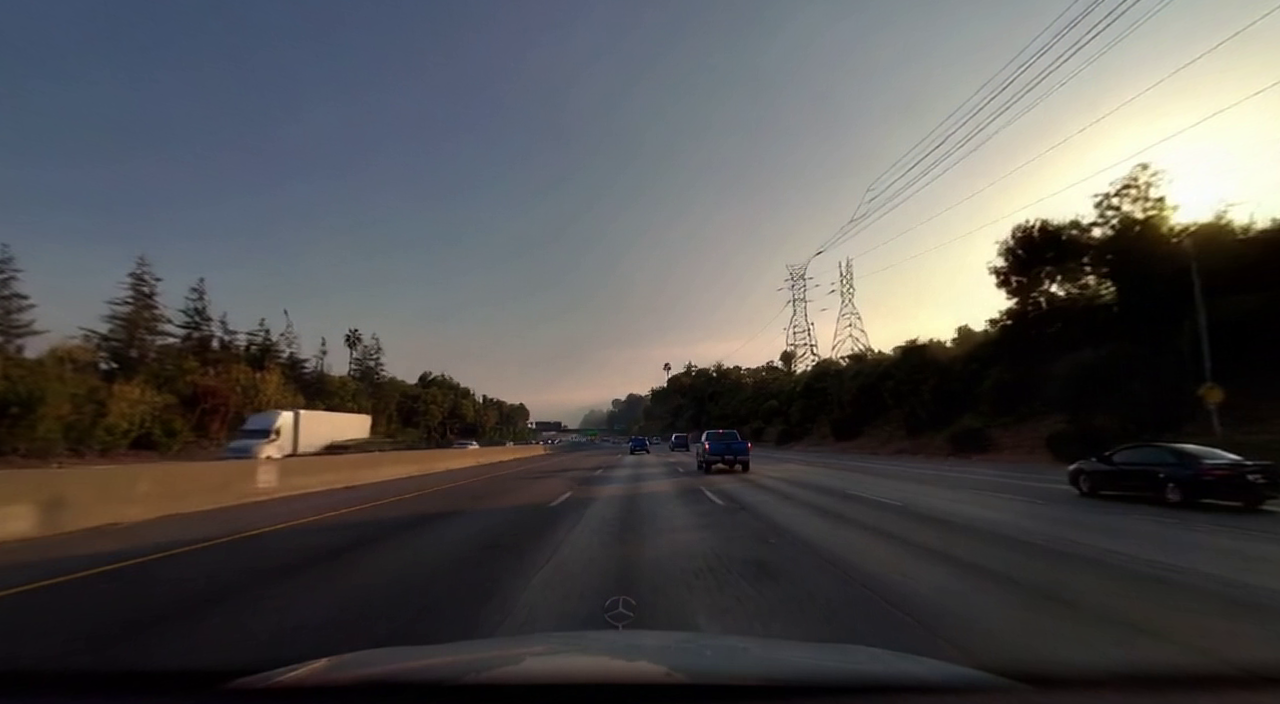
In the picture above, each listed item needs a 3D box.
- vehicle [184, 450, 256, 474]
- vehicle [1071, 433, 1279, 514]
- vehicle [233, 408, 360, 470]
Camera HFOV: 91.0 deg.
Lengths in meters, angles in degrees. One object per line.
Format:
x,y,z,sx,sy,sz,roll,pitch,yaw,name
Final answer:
-28.502,7.438,42.839,1.947,1.483,4.263,0,-8,0,vehicle
12.128,2.563,13.840,2.076,1.470,4.644,0,-8,1,vehicle
-24.635,6.434,46.238,2.978,4.010,11.230,0,-8,0,vehicle
